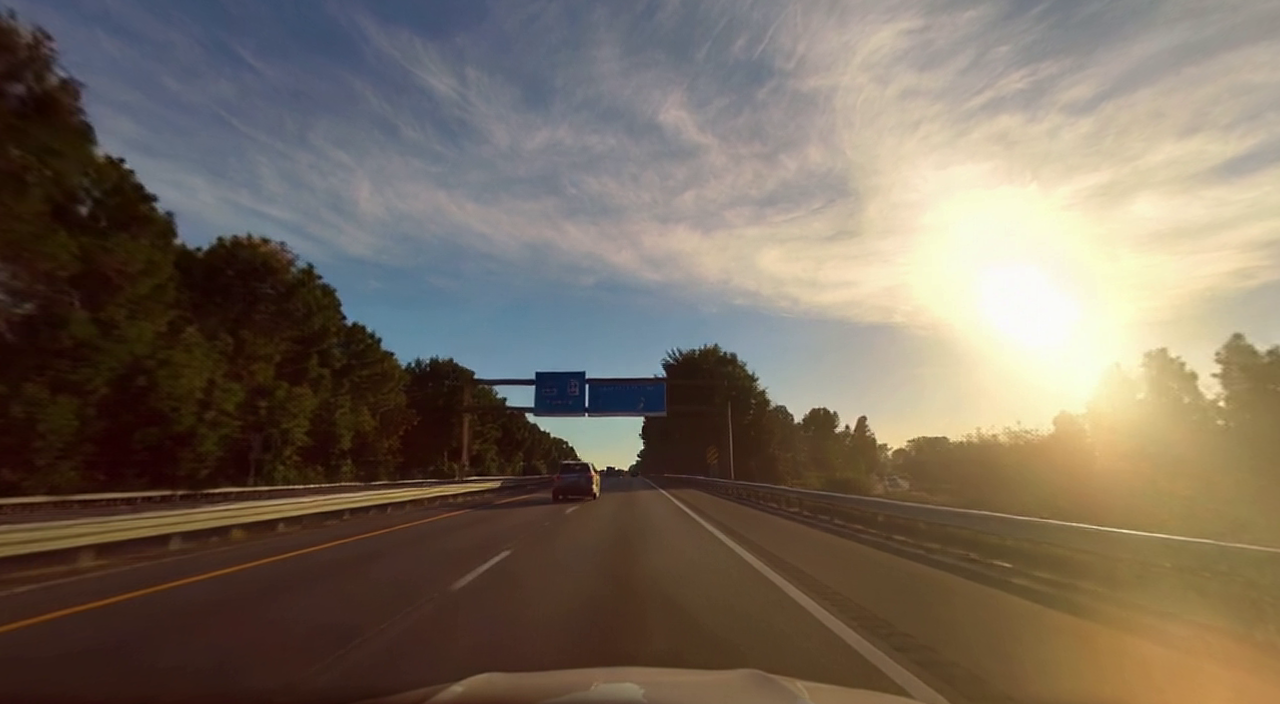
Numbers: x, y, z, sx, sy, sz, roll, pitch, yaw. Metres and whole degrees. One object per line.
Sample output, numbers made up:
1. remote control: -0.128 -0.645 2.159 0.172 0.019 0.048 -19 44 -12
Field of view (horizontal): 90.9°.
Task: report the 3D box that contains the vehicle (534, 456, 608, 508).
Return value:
1. vehicle: -2.403 4.766 23.276 2.107 1.668 4.554 0 -11 1
